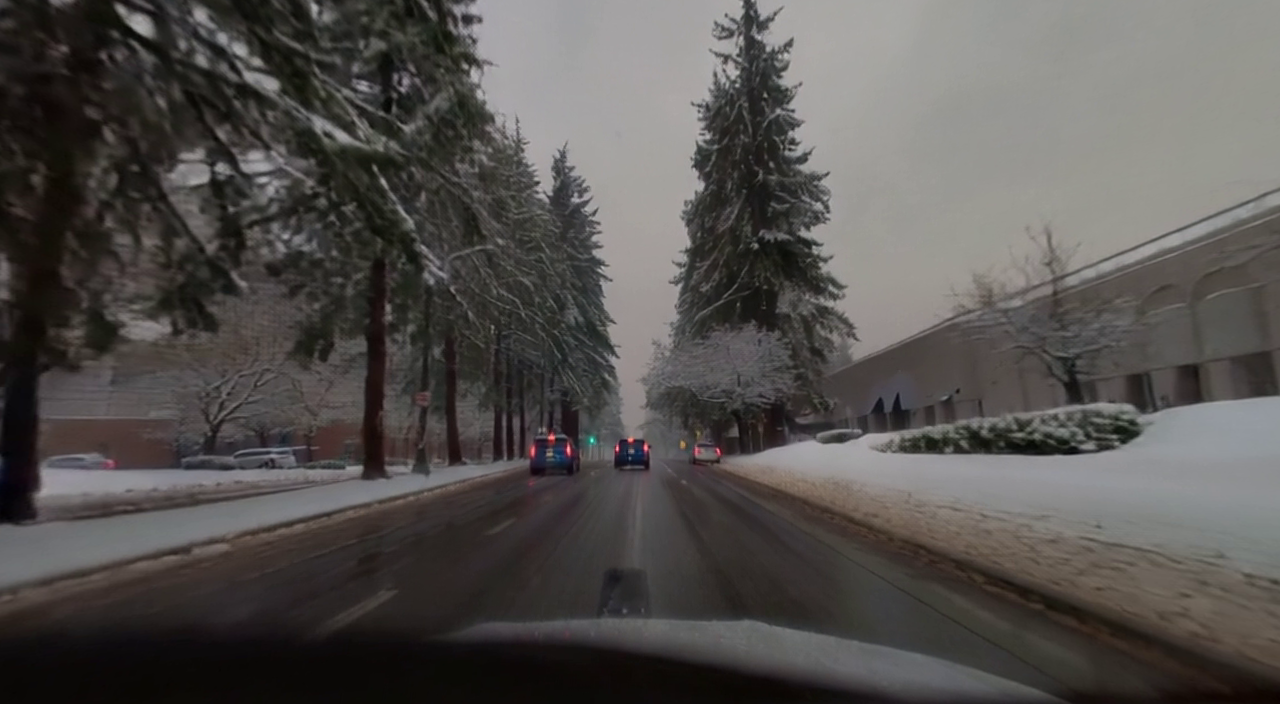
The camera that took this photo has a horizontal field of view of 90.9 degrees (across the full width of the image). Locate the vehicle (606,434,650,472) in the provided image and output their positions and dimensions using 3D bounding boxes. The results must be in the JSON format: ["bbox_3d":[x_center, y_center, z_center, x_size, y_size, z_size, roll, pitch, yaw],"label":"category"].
[{"bbox_3d":[-0.536,4.910,30.762,2.022,1.700,4.084,0,-8,0],"label":"vehicle"}]

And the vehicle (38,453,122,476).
[{"bbox_3d":[-41.665,8.446,47.104,1.761,1.433,4.631,-4,-13,5],"label":"vehicle"}]

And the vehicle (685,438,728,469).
[{"bbox_3d":[3.589,5.557,34.712,1.847,1.554,4.052,0,-8,-1],"label":"vehicle"}]

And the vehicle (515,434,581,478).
[{"bbox_3d":[-3.791,4.345,26.670,2.047,1.710,4.314,0,-8,1],"label":"vehicle"}]
